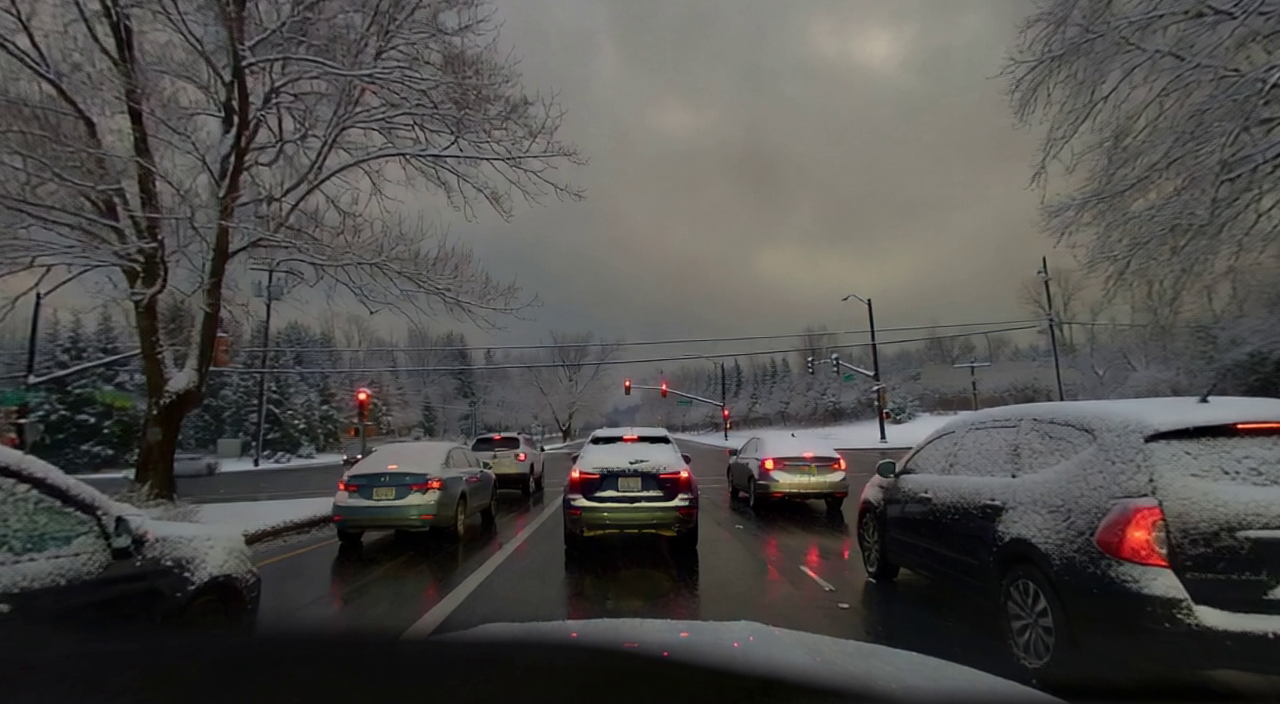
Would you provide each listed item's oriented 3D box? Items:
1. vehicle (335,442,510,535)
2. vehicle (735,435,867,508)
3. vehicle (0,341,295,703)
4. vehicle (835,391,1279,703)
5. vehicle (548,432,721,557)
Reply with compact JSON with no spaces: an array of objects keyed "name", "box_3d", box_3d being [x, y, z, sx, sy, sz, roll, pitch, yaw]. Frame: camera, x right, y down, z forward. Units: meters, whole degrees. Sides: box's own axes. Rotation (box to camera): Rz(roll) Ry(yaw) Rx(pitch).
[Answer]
[{"name":"vehicle","box_3d":[-3.929,2.508,12.332,1.919,1.459,4.371,0,-8,-1]},{"name":"vehicle","box_3d":[3.646,2.779,15.243,1.922,1.472,4.440,0,-8,-1]},{"name":"vehicle","box_3d":[-3.660,0.839,2.542,2.047,1.764,4.369,0,-8,0]},{"name":"vehicle","box_3d":[3.386,1.309,5.427,1.933,1.564,4.600,0,-8,0]},{"name":"vehicle","box_3d":[-0.077,2.002,9.601,2.061,1.470,3.970,0,-8,0]}]
